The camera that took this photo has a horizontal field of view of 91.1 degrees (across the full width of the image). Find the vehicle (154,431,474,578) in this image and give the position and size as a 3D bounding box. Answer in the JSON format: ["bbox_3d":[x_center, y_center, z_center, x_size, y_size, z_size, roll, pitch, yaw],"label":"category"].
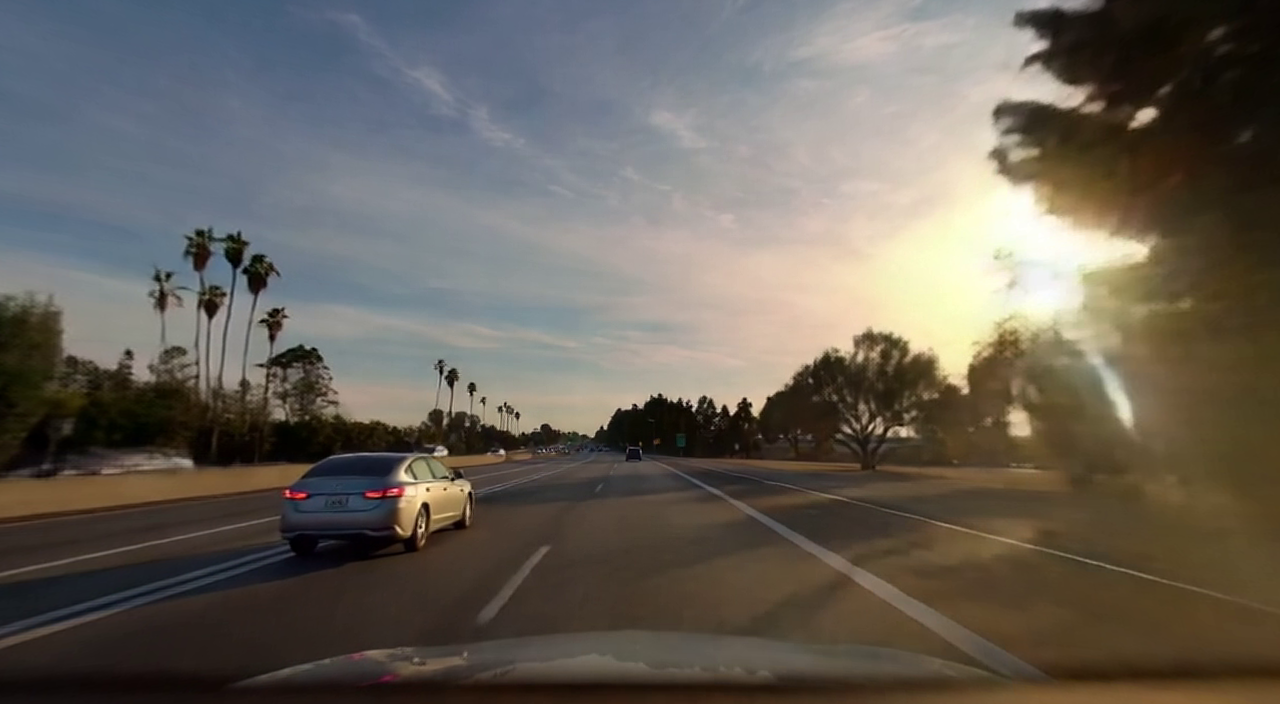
[{"bbox_3d":[-4.163,2.004,9.218,2.092,1.562,4.748,0,-8,1],"label":"vehicle"}]
